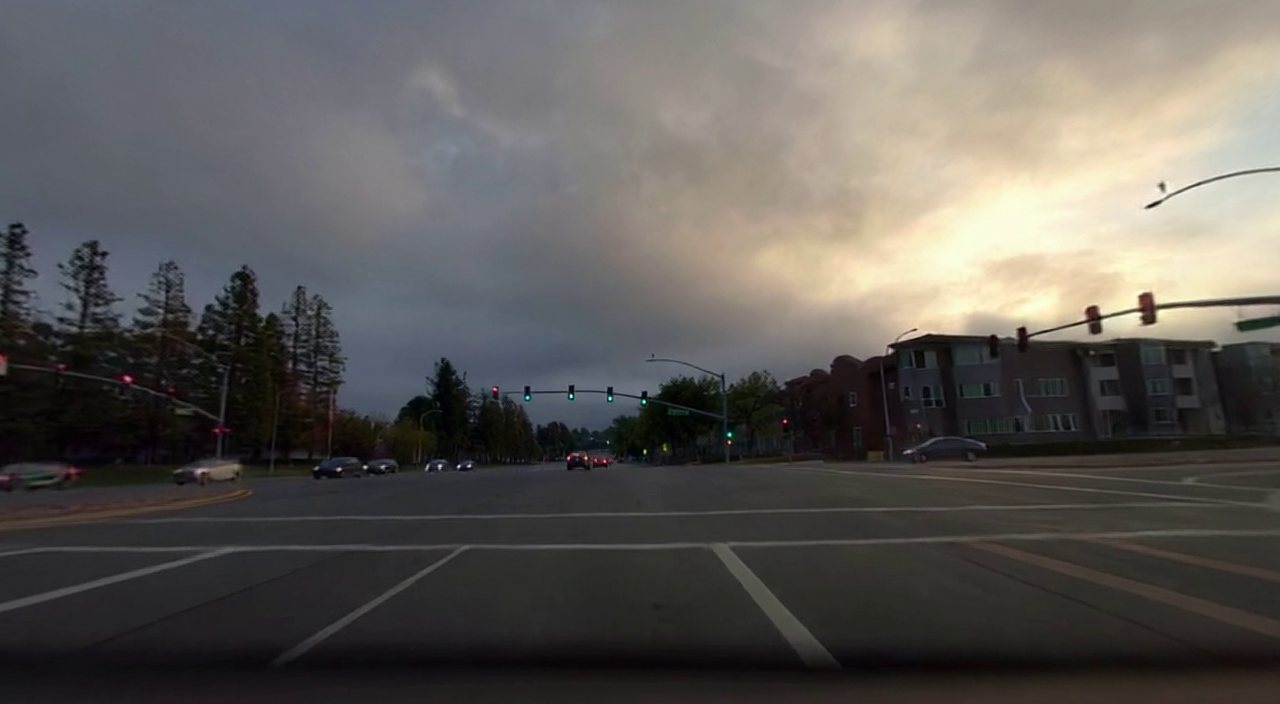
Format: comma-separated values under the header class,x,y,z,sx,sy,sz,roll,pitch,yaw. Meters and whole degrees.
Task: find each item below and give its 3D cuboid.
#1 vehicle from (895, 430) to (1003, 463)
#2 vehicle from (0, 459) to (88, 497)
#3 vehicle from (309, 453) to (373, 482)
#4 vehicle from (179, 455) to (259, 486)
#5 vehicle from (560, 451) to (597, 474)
class,x,y,z,sx,sy,sz,roll,pitch,yaw
vehicle,17.740,5.460,36.487,5.003,1.786,2.369,0,-8,-2
vehicle,-28.967,5.933,30.009,1.789,1.579,4.026,0,-8,0
vehicle,-18.590,7.185,39.549,1.864,1.678,4.288,0,-8,1
vehicle,-25.594,7.188,38.574,1.877,1.640,4.337,0,-8,0
vehicle,-4.131,7.491,43.171,2.073,1.445,4.151,0,-8,0
